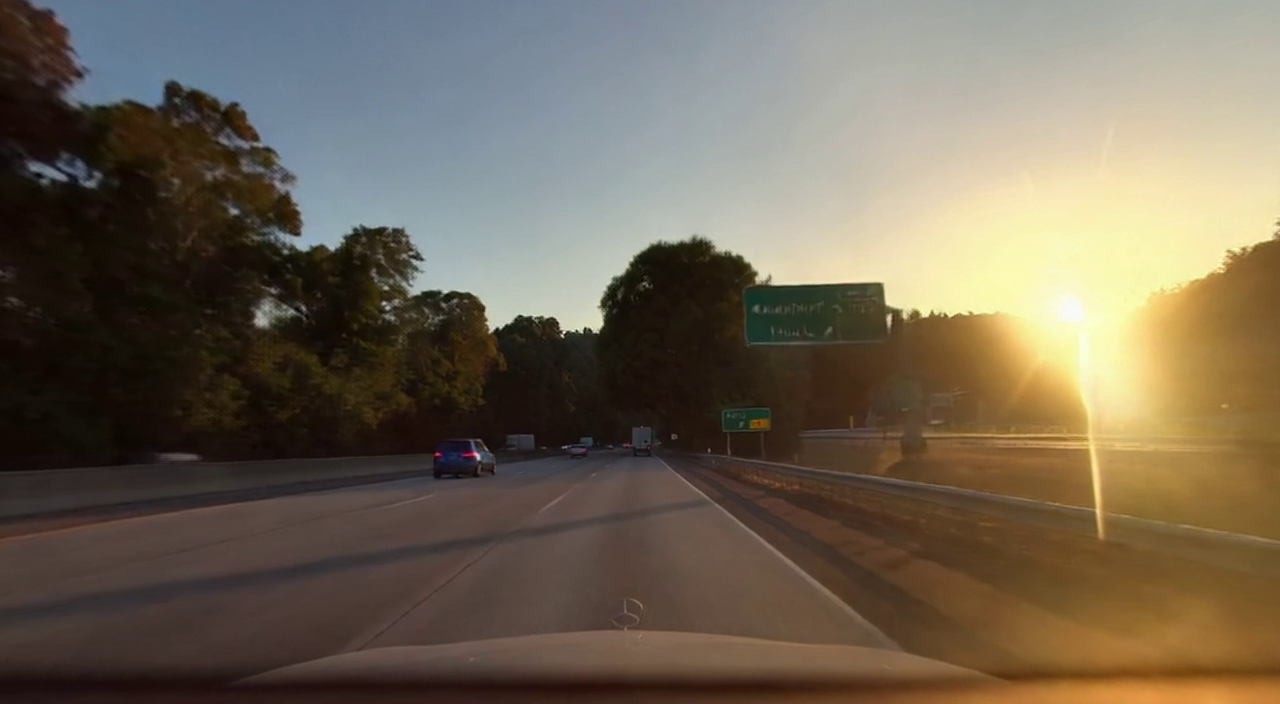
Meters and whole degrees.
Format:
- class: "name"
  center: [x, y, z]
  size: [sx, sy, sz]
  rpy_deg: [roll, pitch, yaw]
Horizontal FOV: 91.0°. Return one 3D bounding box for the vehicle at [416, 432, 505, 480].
- class: "vehicle"
  center: [-7.287, 4.275, 26.095]
  size: [2.253, 1.815, 4.618]
  rpy_deg: [0, -9, 1]
